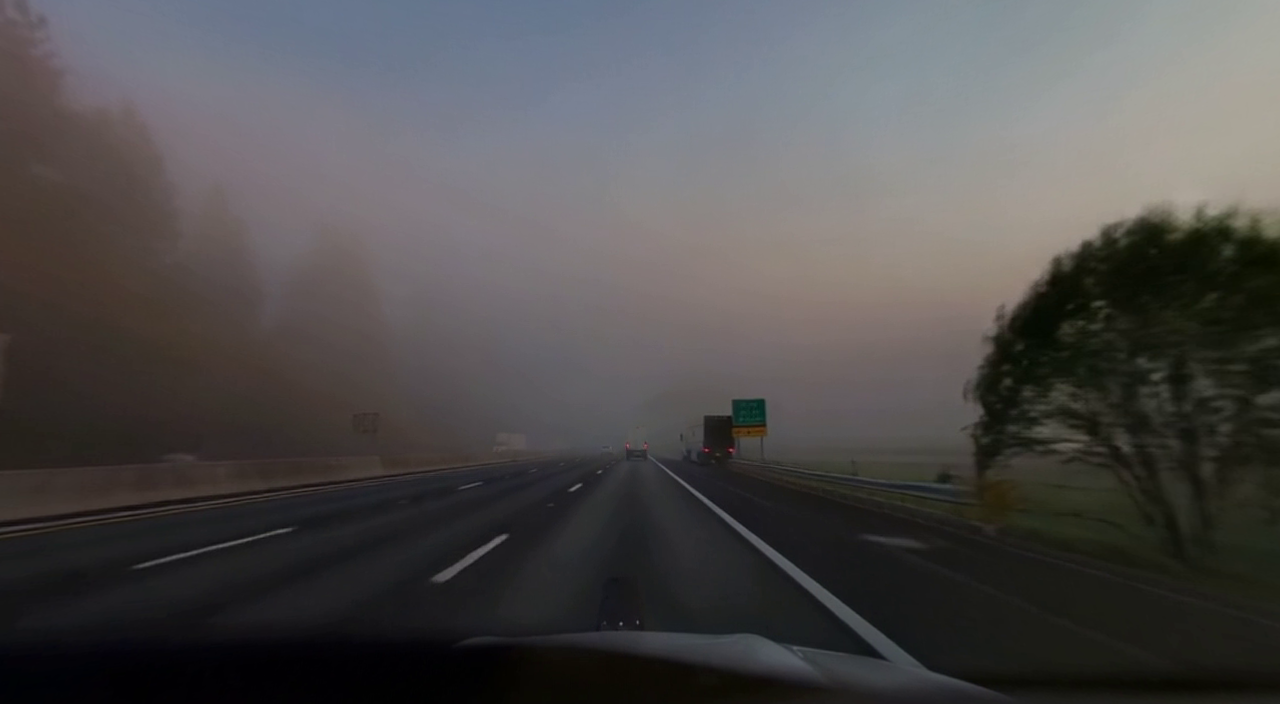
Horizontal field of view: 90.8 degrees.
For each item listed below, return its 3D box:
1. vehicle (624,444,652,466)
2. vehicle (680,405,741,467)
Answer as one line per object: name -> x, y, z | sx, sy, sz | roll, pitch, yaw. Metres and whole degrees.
vehicle -> -0.151, 7.543, 46.325 | 1.972, 1.492, 3.697 | 0, -9, 0
vehicle -> 5.138, 6.666, 49.257 | 2.893, 4.114, 14.332 | 0, -9, -1
